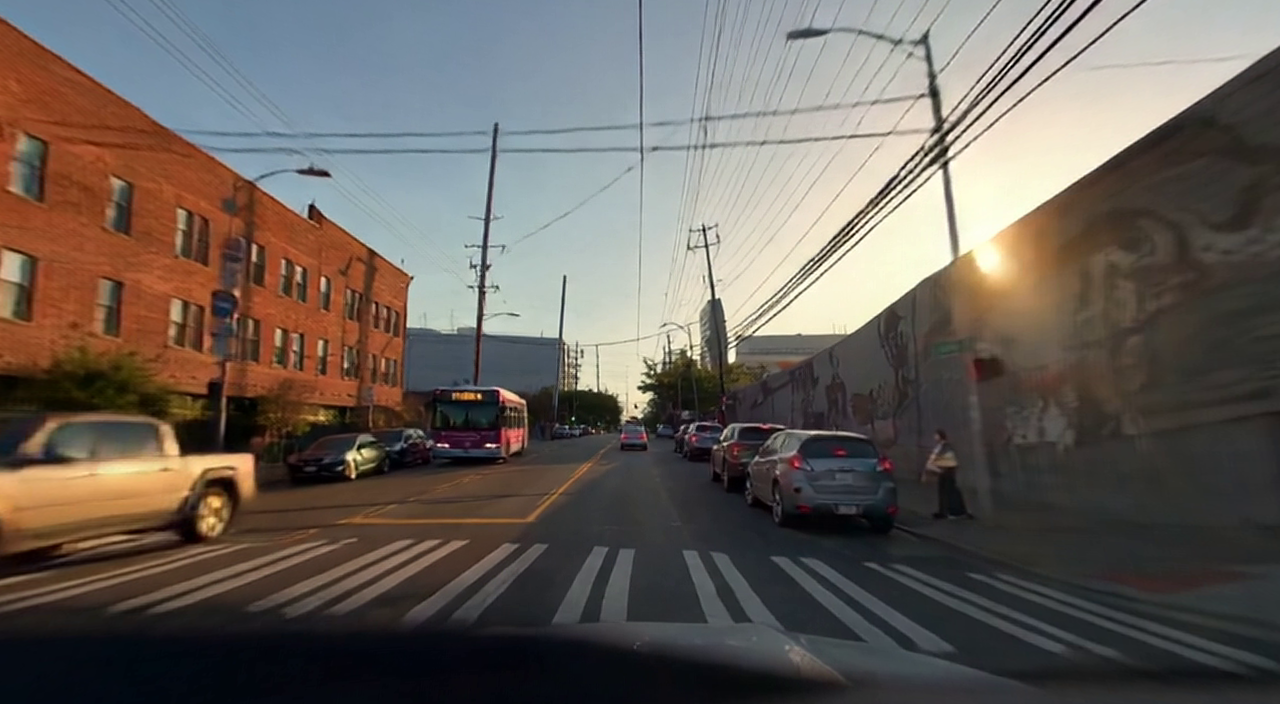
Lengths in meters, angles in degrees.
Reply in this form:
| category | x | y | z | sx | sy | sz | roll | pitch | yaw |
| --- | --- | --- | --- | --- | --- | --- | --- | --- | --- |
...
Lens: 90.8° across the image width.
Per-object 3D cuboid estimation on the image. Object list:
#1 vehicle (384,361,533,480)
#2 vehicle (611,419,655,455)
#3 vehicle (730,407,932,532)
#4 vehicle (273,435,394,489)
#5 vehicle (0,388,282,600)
| category | x | y | z | sx | sy | sz | roll | pitch | yaw |
| --- | --- | --- | --- | --- | --- | --- | --- | --- | --- |
| vehicle | -6.201 | 2.852 | 24.338 | 3.297 | 3.342 | 12.875 | 1 | -8 | -6 |
| vehicle | -0.388 | 4.562 | 33.749 | 2.190 | 1.783 | 4.048 | 0 | -8 | -1 |
| vehicle | 3.047 | 2.044 | 11.275 | 2.171 | 1.751 | 4.373 | 1 | -10 | -1 |
| vehicle | -10.027 | 3.583 | 21.088 | 2.031 | 1.539 | 4.089 | -1 | -7 | 0 |
| vehicle | -7.184 | 1.611 | 7.761 | 2.127 | 2.034 | 5.559 | -1 | -8 | 2 |
